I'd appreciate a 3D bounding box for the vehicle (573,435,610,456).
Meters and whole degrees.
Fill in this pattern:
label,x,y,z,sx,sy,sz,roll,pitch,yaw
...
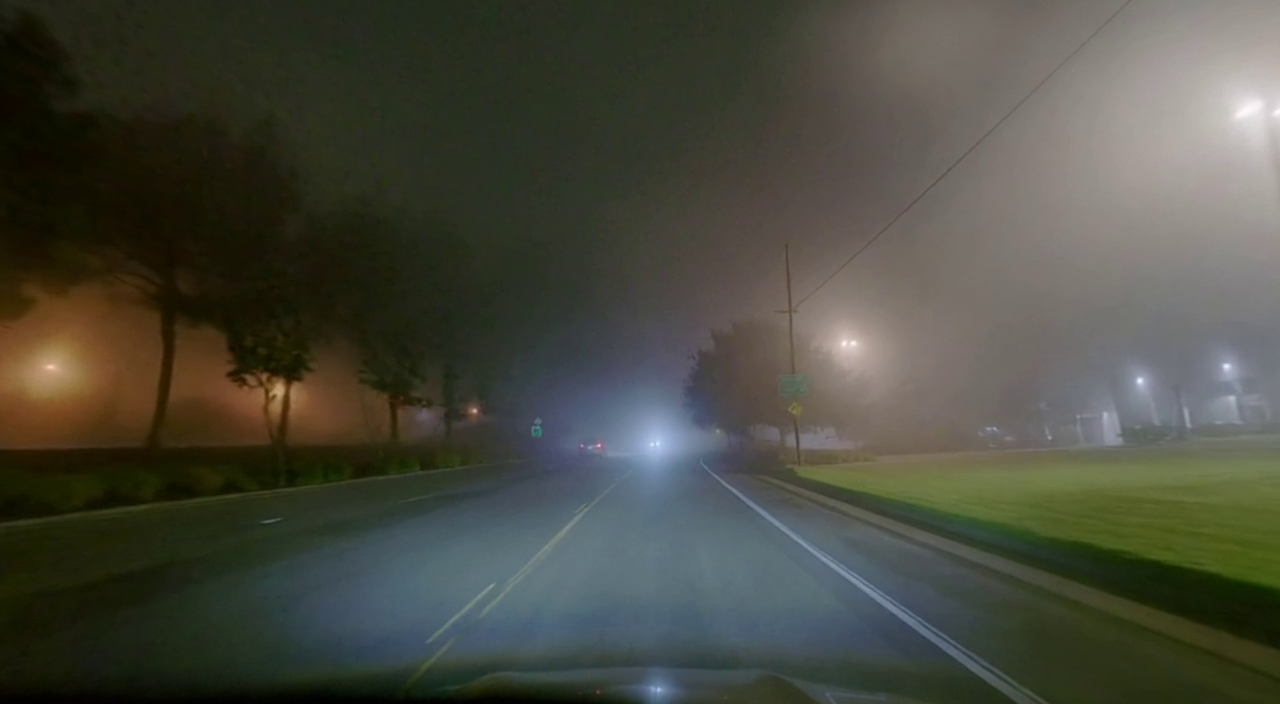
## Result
label,x,y,z,sx,sy,sz,roll,pitch,yaw
vehicle,-3.570,6.970,47.051,1.945,1.461,4.605,-1,-8,6
